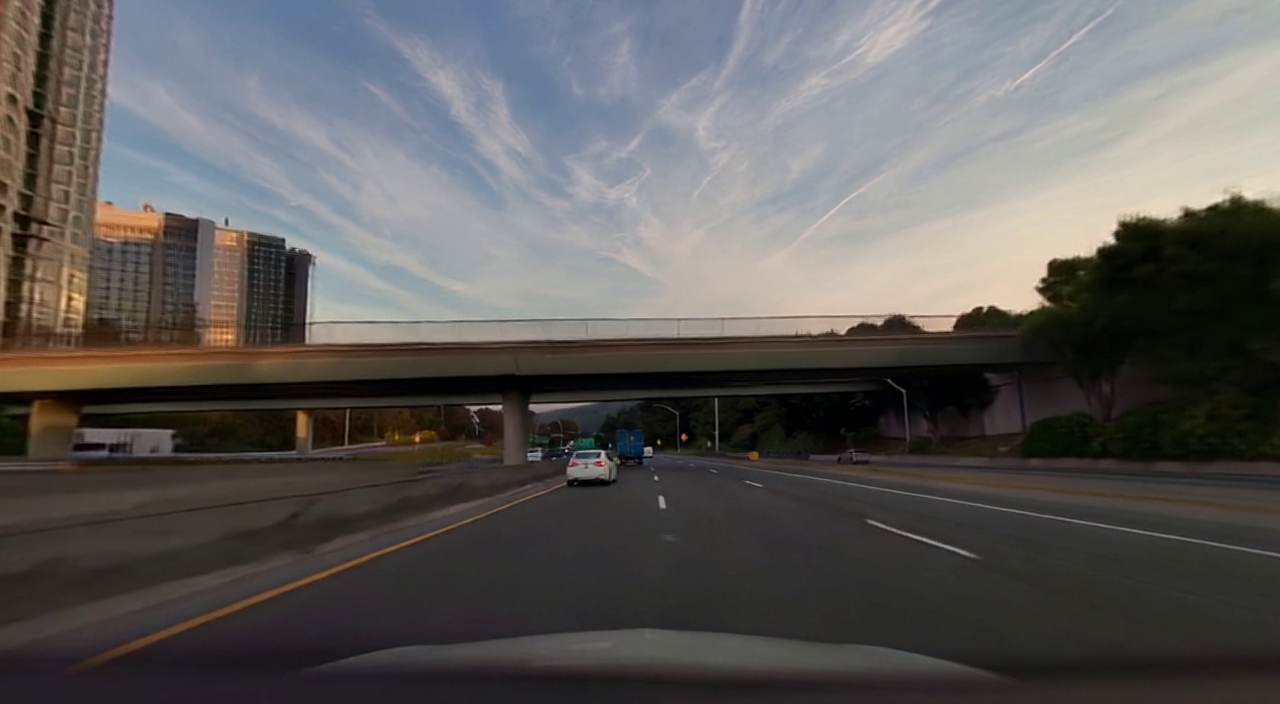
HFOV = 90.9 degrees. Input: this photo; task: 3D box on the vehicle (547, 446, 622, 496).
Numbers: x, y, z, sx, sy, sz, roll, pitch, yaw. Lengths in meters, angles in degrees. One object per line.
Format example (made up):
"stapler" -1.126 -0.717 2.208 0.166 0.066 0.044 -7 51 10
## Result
"vehicle" -1.746 3.981 21.426 2.039 1.478 4.483 0 -9 2
